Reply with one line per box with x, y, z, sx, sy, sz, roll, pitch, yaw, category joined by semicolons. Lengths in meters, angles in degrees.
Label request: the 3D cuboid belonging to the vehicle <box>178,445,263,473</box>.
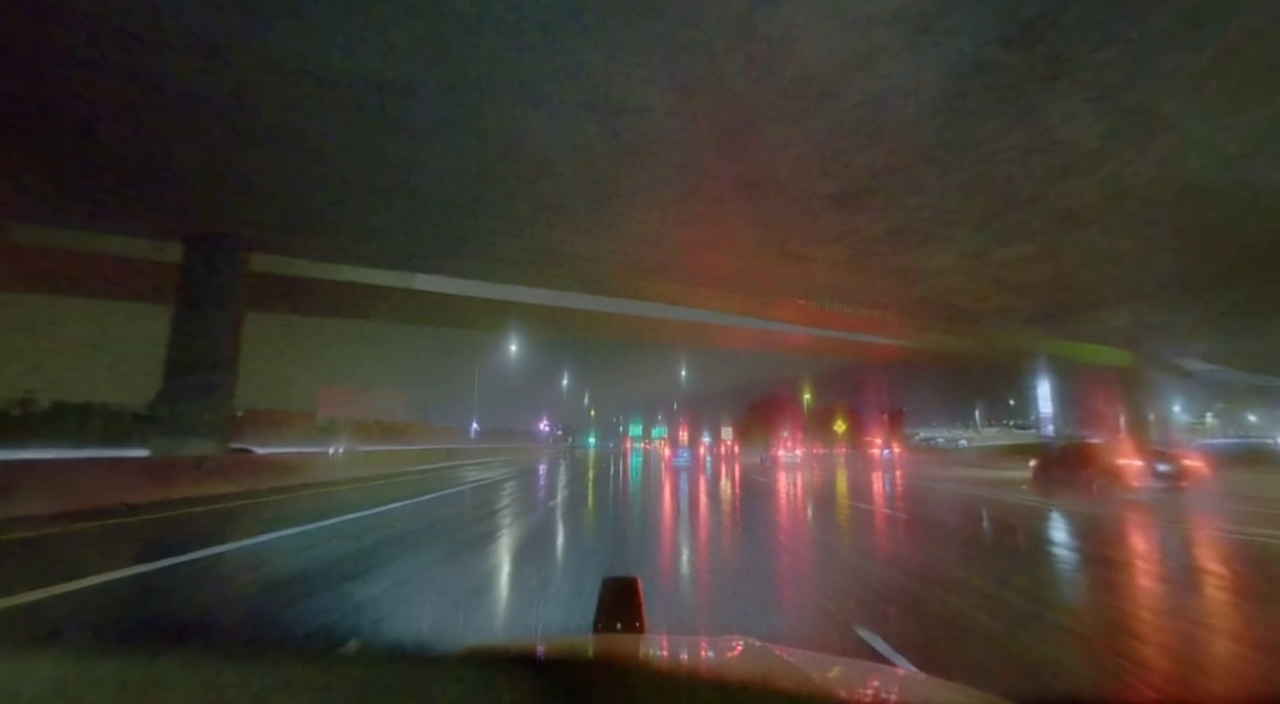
-24.653;6.284;37.330;2.024;1.555;4.454;0;-8;-1;vehicle

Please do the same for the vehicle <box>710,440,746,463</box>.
6.754;7.669;48.850;2.075;1.611;4.421;0;-8;-2;vehicle
